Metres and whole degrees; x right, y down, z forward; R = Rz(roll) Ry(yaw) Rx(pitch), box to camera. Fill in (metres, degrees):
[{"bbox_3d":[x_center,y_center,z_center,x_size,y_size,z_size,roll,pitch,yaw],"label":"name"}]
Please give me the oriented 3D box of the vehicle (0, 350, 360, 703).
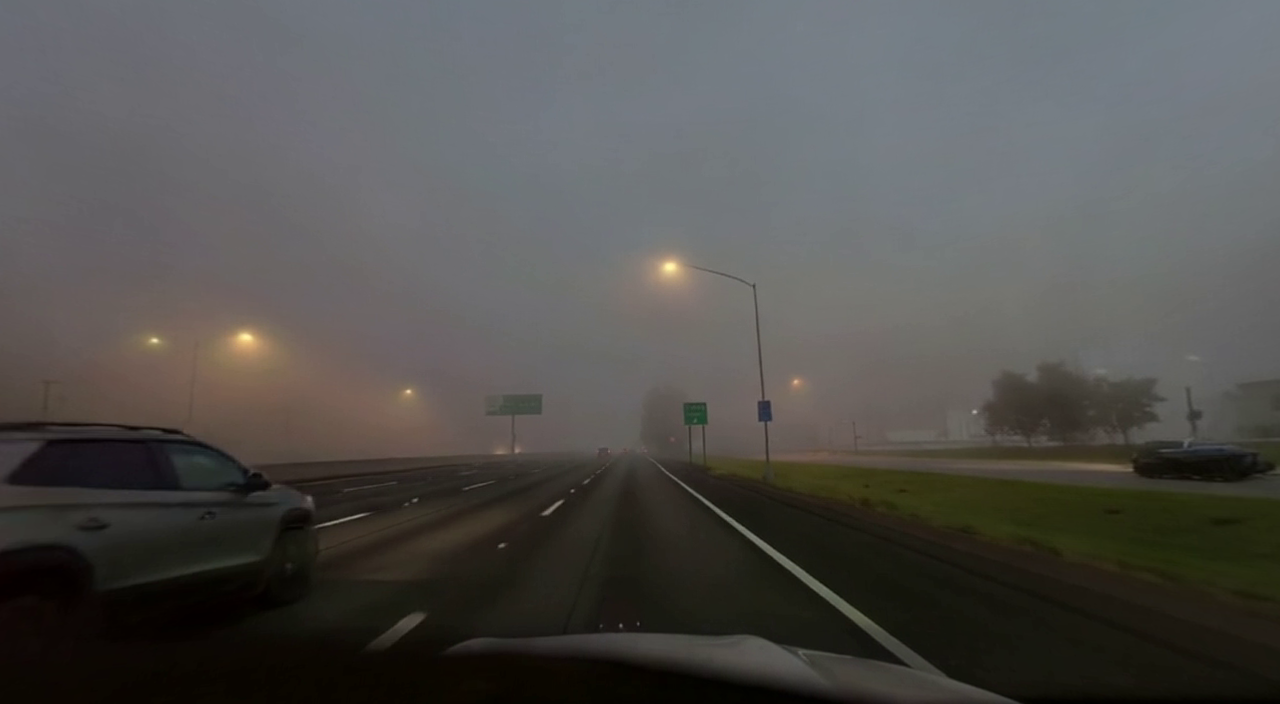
[{"bbox_3d":[-3.905,1.059,3.956,2.150,1.761,4.697,0,-8,0],"label":"vehicle"}]
